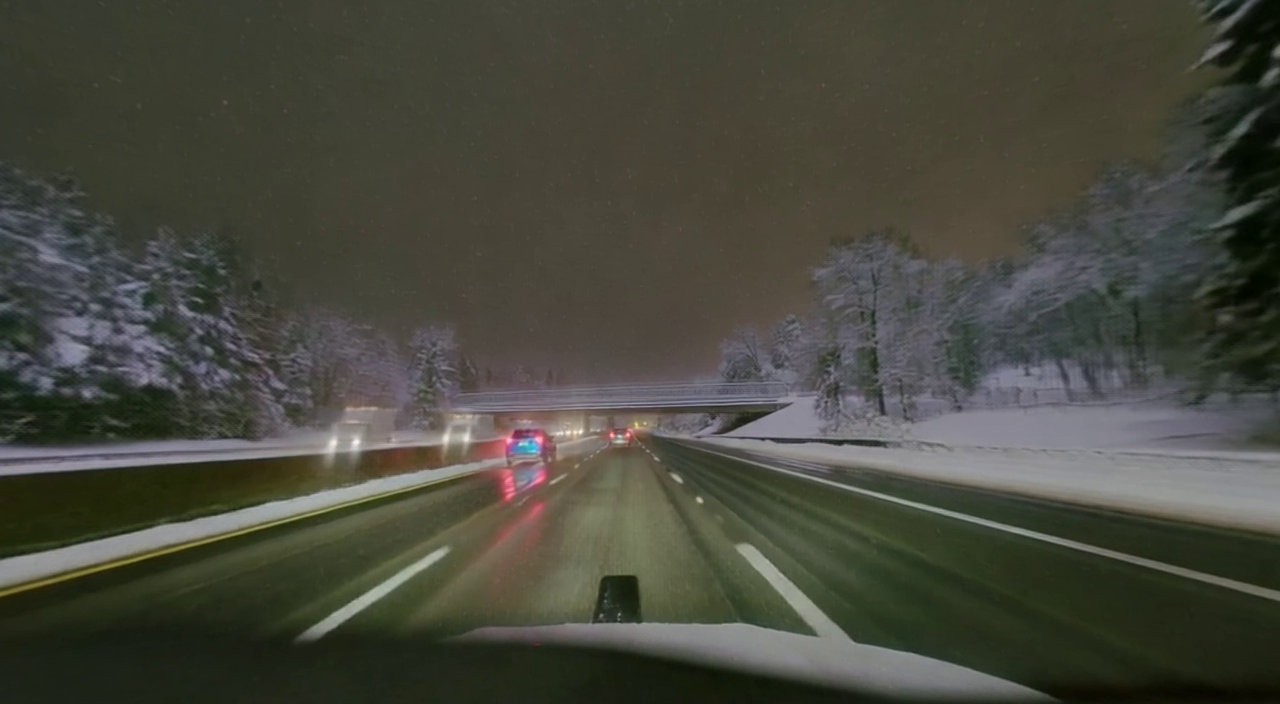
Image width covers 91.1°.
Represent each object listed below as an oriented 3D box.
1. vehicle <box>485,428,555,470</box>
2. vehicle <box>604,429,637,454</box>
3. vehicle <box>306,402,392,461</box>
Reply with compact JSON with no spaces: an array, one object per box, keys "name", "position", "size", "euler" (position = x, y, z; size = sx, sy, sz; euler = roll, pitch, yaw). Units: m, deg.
[{"name":"vehicle","position":[-4.797,3.945,25.836],"size":[2.017,1.537,4.496],"euler":[0,-8,0]},{"name":"vehicle","position":[-1.258,6.030,42.467],"size":[2.116,1.625,4.004],"euler":[0,-8,0]},{"name":"vehicle","position":[-20.892,5.786,45.629],"size":[3.146,3.920,6.327],"euler":[1,-7,-1]}]
